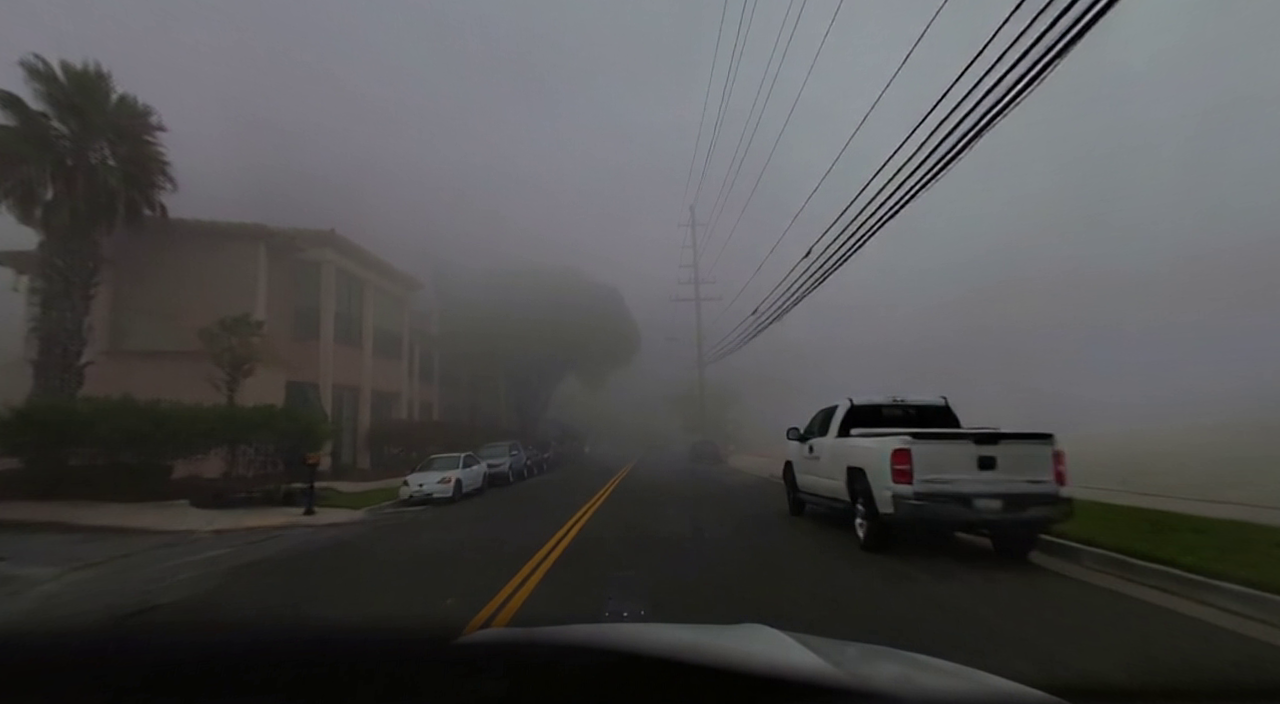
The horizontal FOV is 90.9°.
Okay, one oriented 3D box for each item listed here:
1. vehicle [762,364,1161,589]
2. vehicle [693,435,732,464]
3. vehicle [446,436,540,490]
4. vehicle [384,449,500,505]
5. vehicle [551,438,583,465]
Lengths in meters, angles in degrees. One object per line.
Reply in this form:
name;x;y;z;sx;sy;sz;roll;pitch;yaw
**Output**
vehicle;3.628;1.602;9.050;2.485;2.123;6.029;0;-8;0
vehicle;4.256;5.778;37.542;1.948;1.607;4.873;-1;-8;3
vehicle;-5.574;4.265;24.706;2.286;1.836;5.088;-1;-8;2
vehicle;-5.841;3.723;19.319;1.982;1.453;4.577;0;-8;1
vehicle;-5.439;7.468;47.563;2.126;1.864;4.831;0;-8;-3
